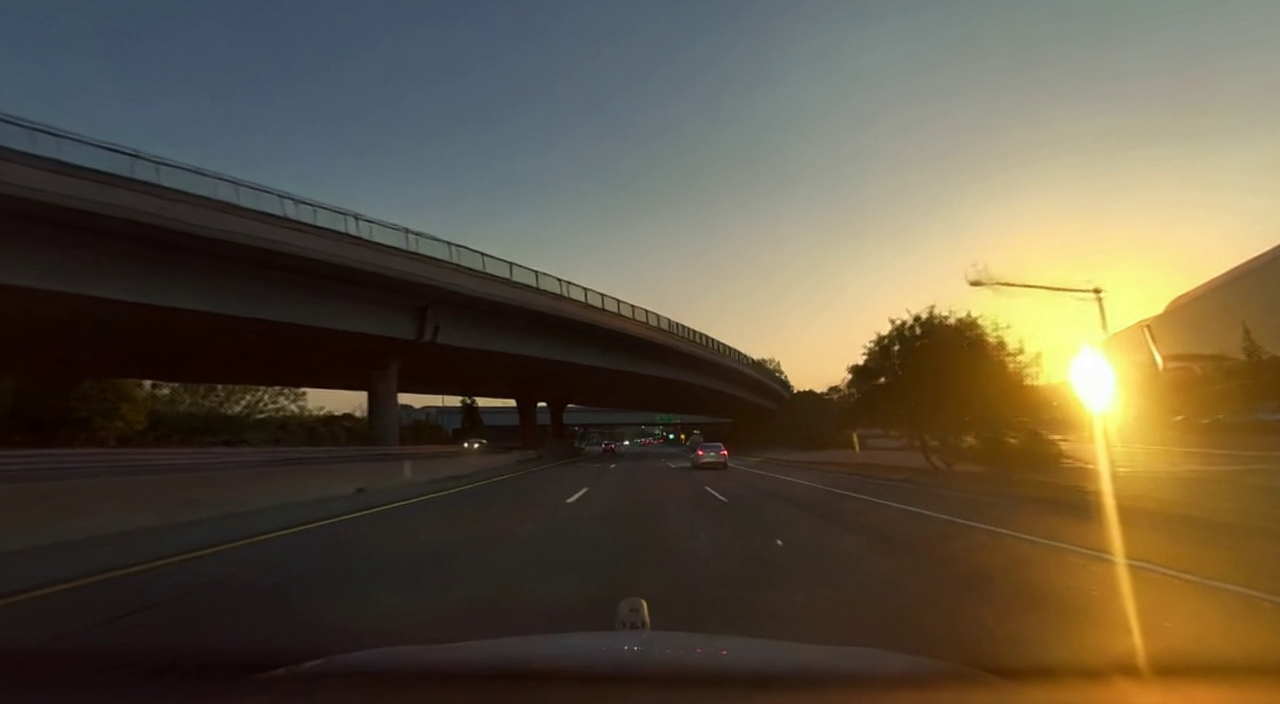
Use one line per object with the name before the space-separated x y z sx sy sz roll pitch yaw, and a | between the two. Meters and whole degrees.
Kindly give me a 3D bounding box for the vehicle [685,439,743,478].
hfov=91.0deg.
vehicle | 3.198 4.723 28.176 2.085 1.594 4.848 0 -9 0
